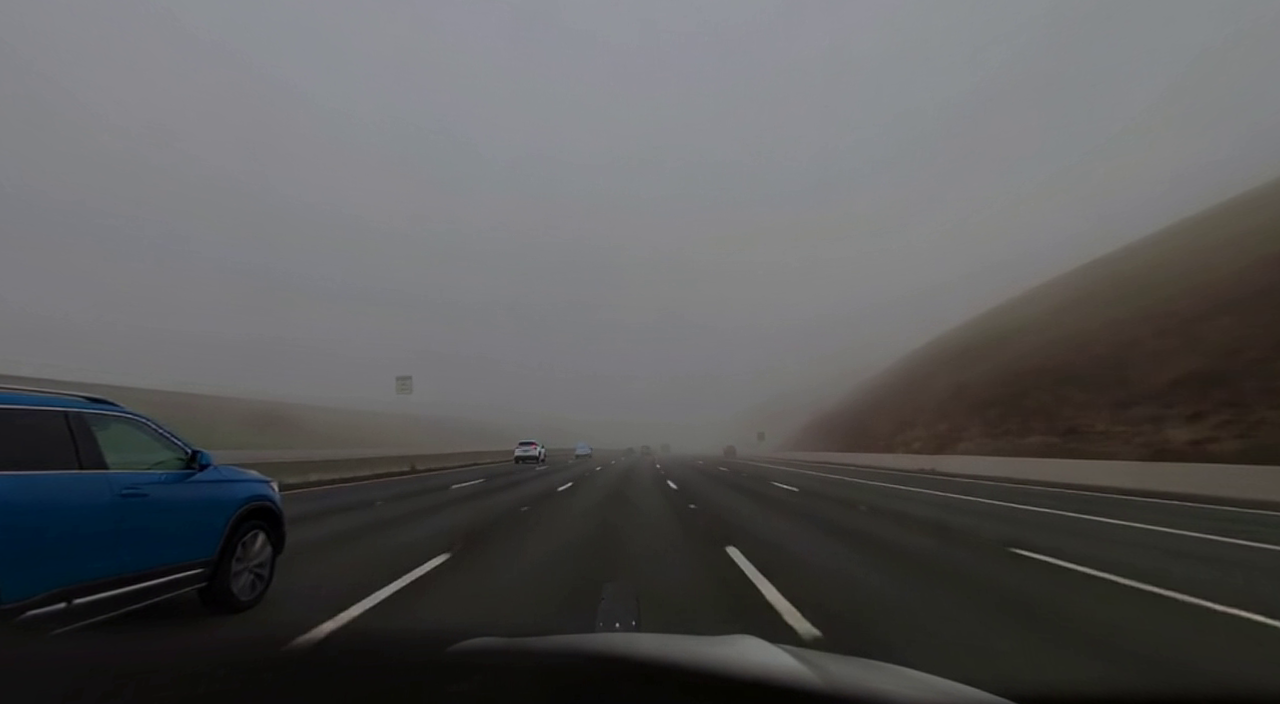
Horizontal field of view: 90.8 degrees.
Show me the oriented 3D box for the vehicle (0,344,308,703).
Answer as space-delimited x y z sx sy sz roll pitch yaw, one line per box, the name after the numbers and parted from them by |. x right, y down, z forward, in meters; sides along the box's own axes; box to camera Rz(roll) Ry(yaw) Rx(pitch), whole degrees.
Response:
-3.606 0.836 2.544 2.047 1.715 4.689 0 -9 -1 | vehicle

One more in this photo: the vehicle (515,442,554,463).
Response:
-7.832 7.556 47.392 2.054 1.474 4.450 0 -9 1 | vehicle
